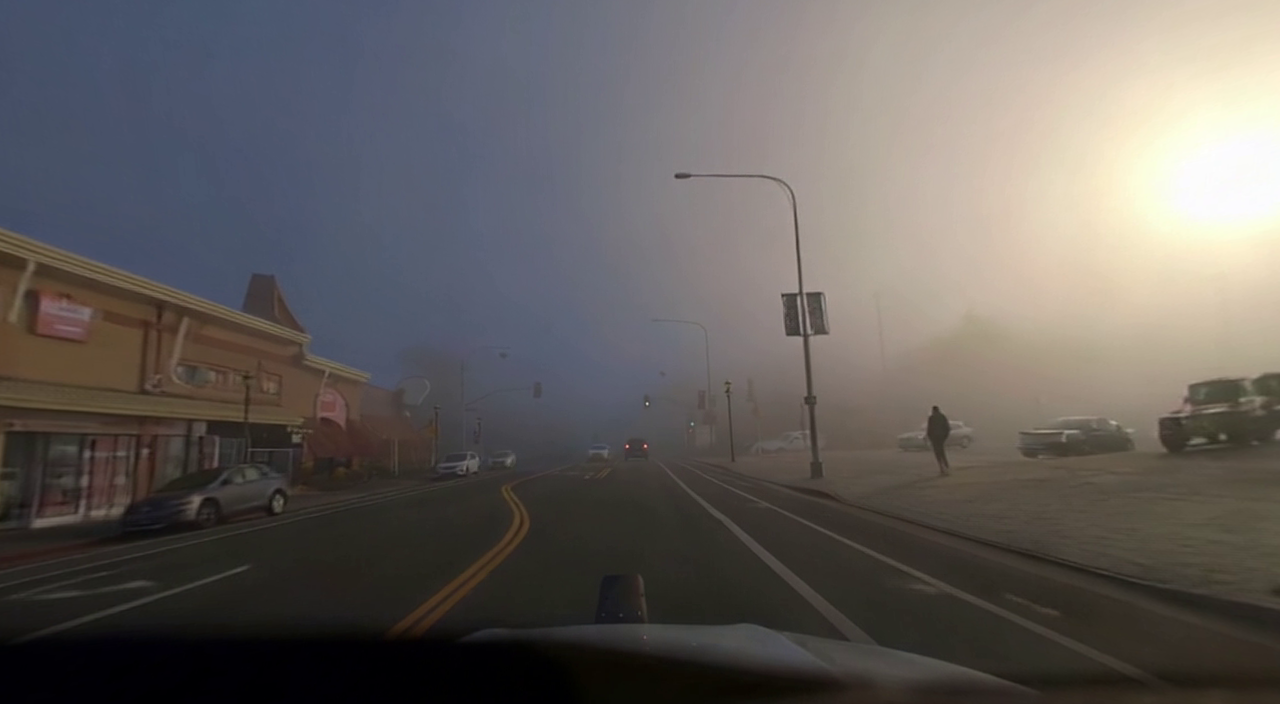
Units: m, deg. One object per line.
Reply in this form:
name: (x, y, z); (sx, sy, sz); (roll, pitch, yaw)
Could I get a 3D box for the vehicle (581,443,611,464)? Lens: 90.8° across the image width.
vehicle: (-3.227, 7.470, 46.759); (1.987, 1.461, 4.228); (0, -8, -1)

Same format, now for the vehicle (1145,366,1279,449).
vehicle: (16.245, 1.503, 16.146); (5.190, 1.898, 2.168); (1, -9, -10)

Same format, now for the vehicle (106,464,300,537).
vehicle: (-10.977, 3.711, 16.381); (1.828, 1.470, 4.523); (0, -8, -1)

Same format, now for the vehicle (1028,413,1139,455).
vehicle: (17.061, 3.234, 24.593); (1.773, 1.446, 4.421); (-2, -9, 11)

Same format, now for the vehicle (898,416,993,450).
vehicle: (16.807, 4.510, 34.963); (4.135, 1.753, 2.122); (0, -8, 1)

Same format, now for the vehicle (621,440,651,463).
vehicle: (-0.275, 7.381, 46.913); (2.105, 1.611, 3.750); (0, -8, 0)

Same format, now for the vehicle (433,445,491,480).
vehicle: (-10.854, 6.737, 38.896); (2.033, 1.930, 4.786); (0, -8, 1)
